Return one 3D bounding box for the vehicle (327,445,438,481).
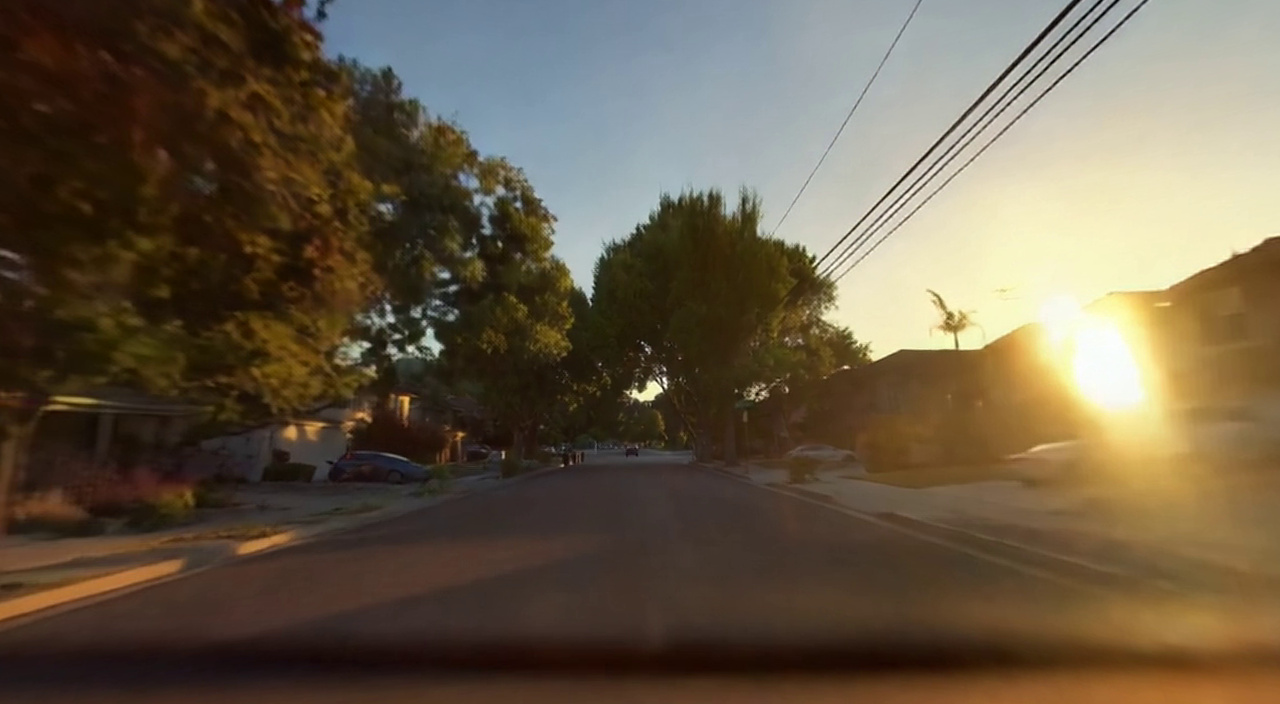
[{"bbox_3d":[-13.297,5.760,32.918,4.887,1.788,2.006,1,-8,-3],"label":"vehicle"}]

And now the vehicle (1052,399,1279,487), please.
[{"bbox_3d":[12.957,2.131,14.707,5.049,1.845,2.327,0,-9,0],"label":"vehicle"}]

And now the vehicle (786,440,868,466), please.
[{"bbox_3d":[11.927,6.480,40.483,4.626,1.541,1.866,1,-9,-2],"label":"vehicle"}]
